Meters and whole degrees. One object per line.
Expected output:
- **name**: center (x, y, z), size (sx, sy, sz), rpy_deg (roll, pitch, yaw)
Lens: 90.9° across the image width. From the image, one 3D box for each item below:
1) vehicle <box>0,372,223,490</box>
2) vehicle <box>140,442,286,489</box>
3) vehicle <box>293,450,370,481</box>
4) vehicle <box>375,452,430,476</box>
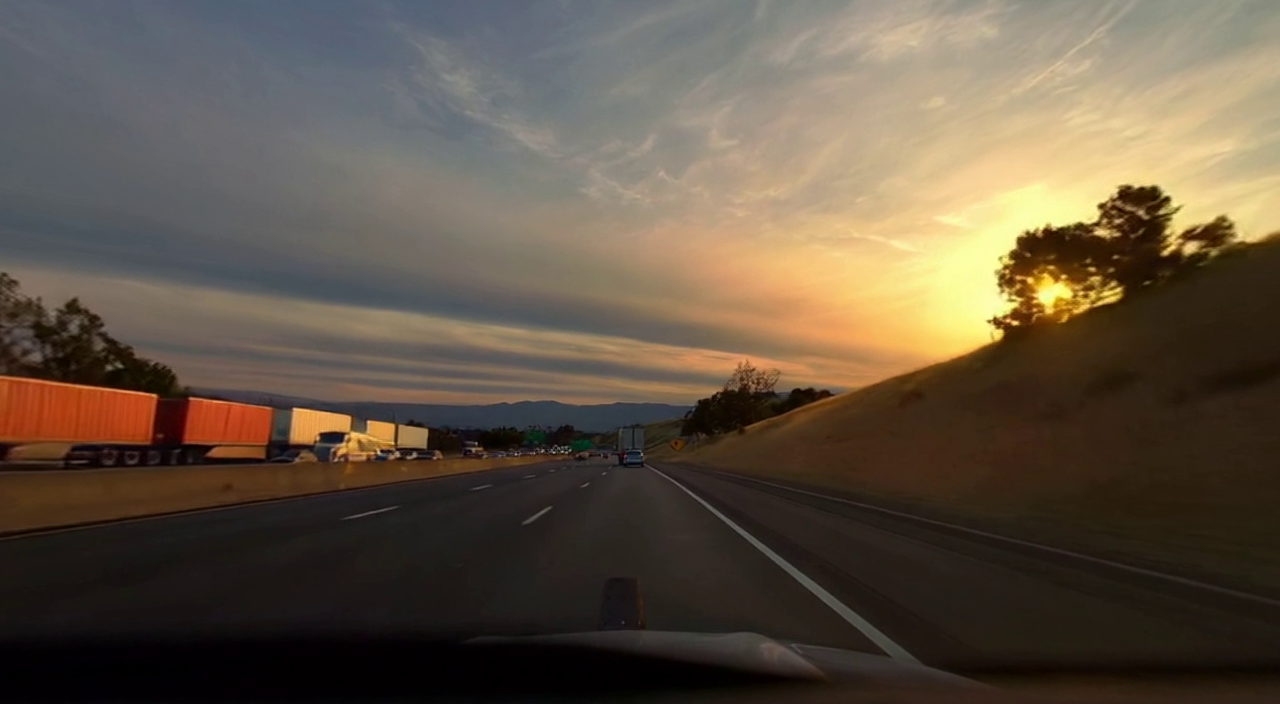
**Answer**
- **vehicle**: center (-23.720, 3.480, 26.554), size (2.848, 4.048, 14.043), rpy_deg (0, -9, -1)
- **vehicle**: center (-15.290, 4.073, 22.962), size (2.155, 1.506, 4.541), rpy_deg (0, -9, 0)
- **vehicle**: center (-15.229, 5.623, 31.337), size (1.827, 1.416, 3.911), rpy_deg (0, -9, 0)
- **vehicle**: center (-15.247, 7.208, 40.653), size (1.858, 1.438, 4.410), rpy_deg (0, -9, 0)
